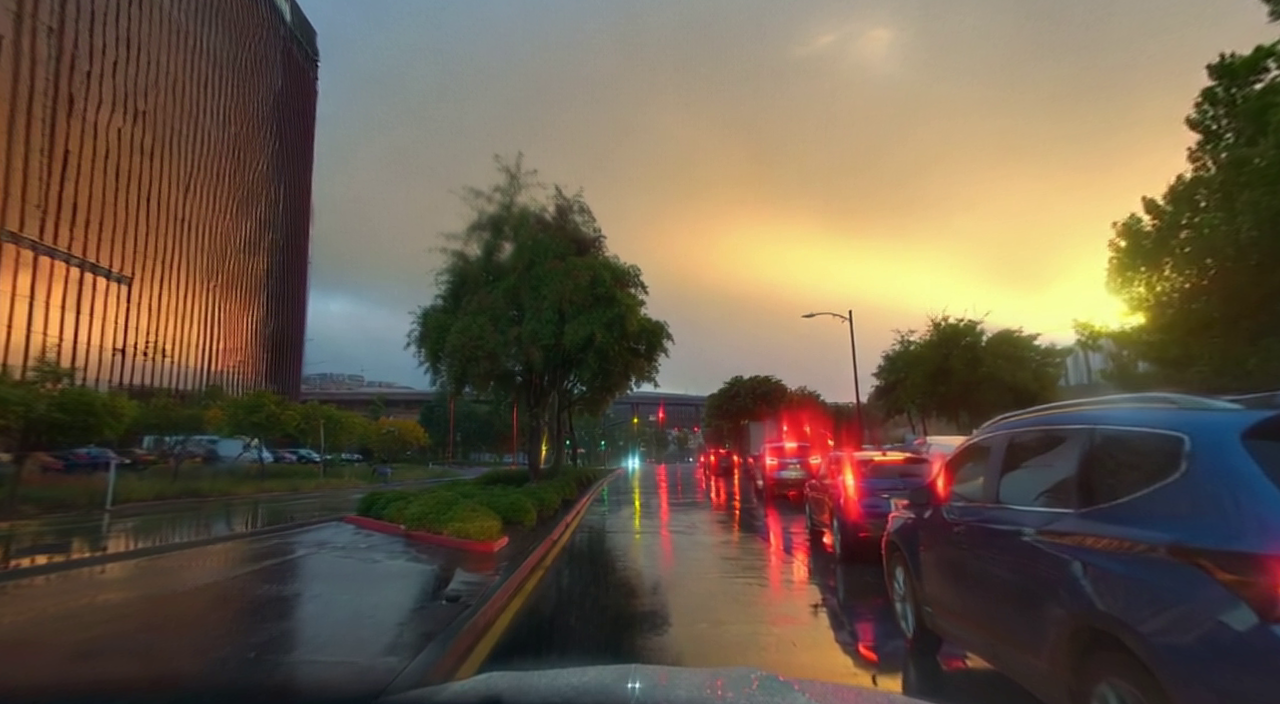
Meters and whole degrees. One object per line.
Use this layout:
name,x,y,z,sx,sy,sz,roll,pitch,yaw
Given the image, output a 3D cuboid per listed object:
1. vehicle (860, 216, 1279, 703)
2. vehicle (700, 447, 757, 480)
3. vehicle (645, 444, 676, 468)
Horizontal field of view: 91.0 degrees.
vehicle,2.469,0.884,2.715,2.092,1.703,4.870,-2,-9,11
vehicle,4.331,5.499,31.360,2.183,1.553,3.923,0,-9,-1
vehicle,1.667,8.014,48.719,2.121,1.728,4.161,-1,-9,6
